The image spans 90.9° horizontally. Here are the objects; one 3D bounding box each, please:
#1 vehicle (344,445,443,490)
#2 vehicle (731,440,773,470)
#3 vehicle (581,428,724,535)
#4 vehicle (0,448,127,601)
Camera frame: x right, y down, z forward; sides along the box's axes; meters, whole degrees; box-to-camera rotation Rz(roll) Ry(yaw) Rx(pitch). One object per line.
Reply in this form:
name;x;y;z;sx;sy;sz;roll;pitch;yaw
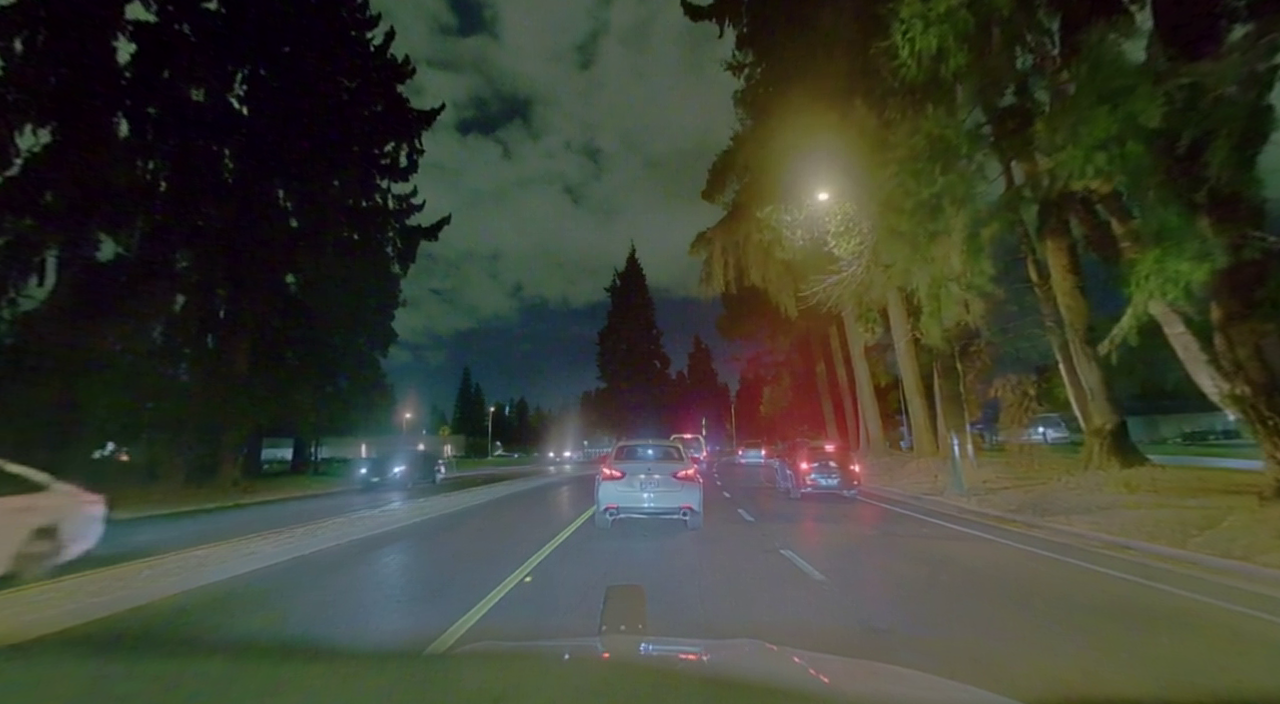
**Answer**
vehicle;-10.365;4.870;26.992;2.068;1.688;4.665;-1;-8;4
vehicle;6.049;5.585;34.514;1.984;1.507;4.359;-1;-8;6
vehicle;0.239;2.254;11.571;2.154;1.585;3.997;-1;-8;2
vehicle;-7.259;1.589;5.395;1.929;1.463;4.405;-1;-8;2
